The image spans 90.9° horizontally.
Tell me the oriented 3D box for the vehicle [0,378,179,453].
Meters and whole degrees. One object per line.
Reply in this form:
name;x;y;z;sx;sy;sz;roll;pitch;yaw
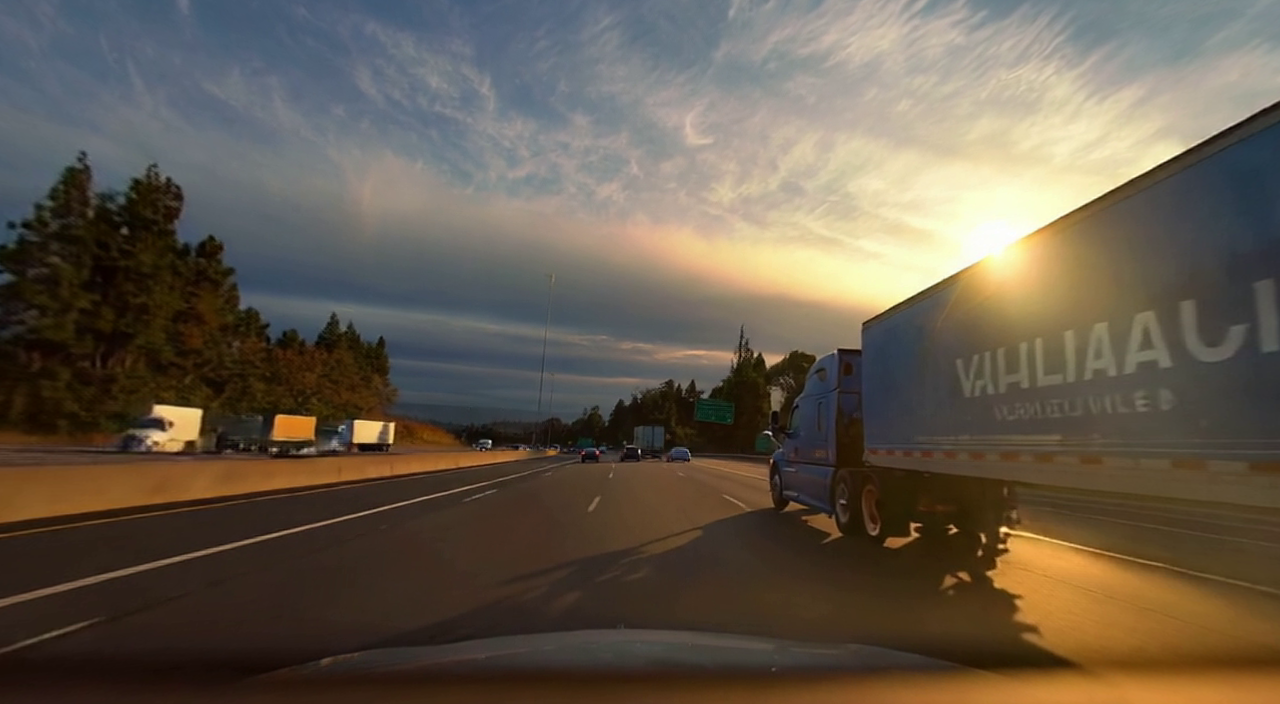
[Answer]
vehicle;-36.191;4.436;40.267;2.904;3.980;13.490;-1;-9;2

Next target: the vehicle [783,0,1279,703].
vehicle;4.406;0.127;5.162;2.847;4.075;14.244;0;-9;-1

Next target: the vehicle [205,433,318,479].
vehicle;-13.919;3.846;23.465;1.949;1.543;3.691;0;-9;-2
